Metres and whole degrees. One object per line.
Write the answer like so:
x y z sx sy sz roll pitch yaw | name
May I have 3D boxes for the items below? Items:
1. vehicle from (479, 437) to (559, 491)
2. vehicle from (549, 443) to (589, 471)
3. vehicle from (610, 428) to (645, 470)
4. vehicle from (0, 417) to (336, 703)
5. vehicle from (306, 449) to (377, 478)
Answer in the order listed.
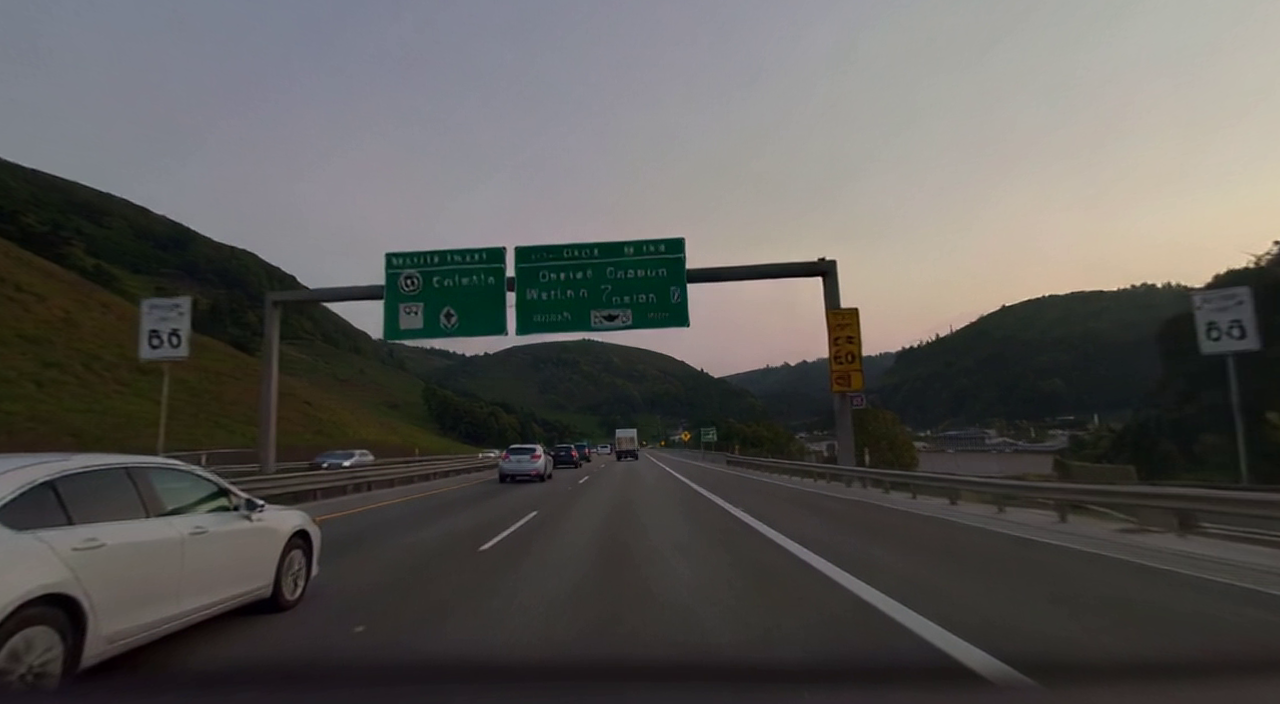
-4.171 3.944 22.523 2.073 1.694 4.162 0 -9 -1 | vehicle
-4.314 6.465 38.878 2.044 1.624 4.032 0 -9 0 | vehicle
-0.783 6.571 42.899 2.227 2.611 5.900 0 -9 0 | vehicle
-3.826 1.143 3.573 1.988 1.440 4.504 0 -9 -1 | vehicle
-16.828 6.277 35.838 1.877 1.492 4.346 0 -9 0 | vehicle
